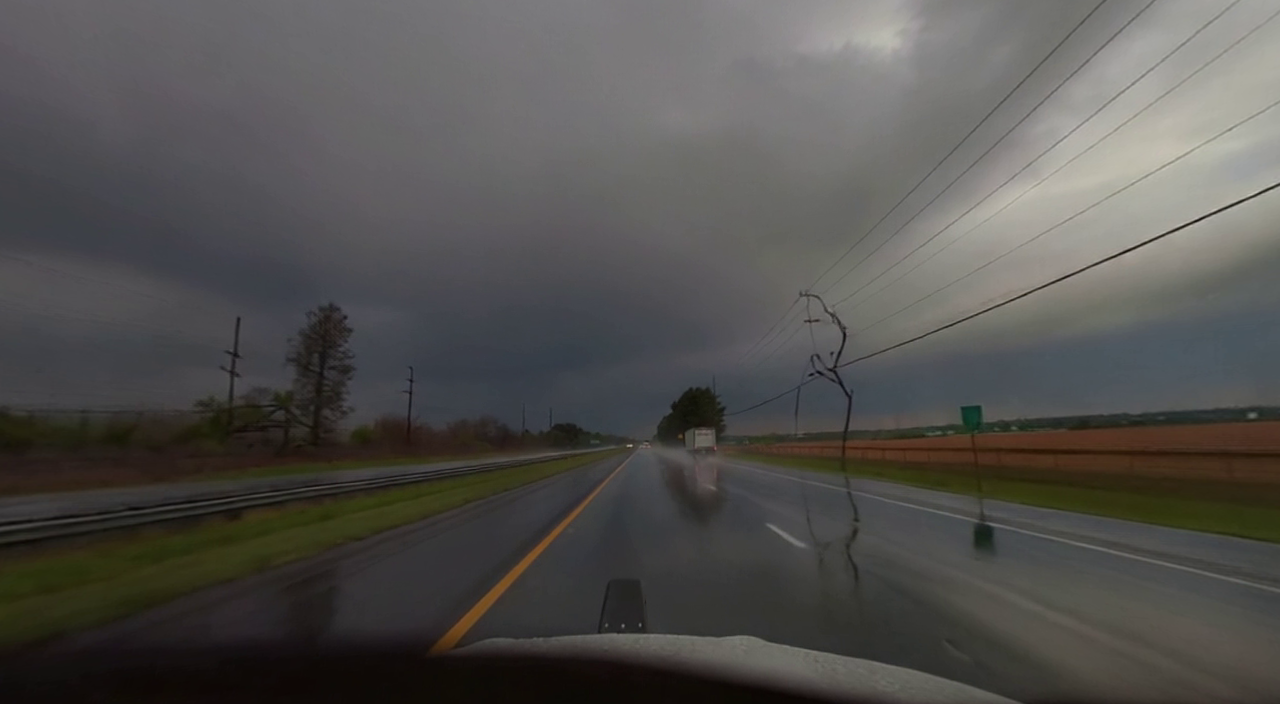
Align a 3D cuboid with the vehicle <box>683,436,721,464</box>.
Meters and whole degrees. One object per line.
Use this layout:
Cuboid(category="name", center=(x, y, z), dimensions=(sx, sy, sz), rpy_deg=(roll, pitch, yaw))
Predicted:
Cuboid(category="vehicle", center=(4.444, 7.145, 45.869), dimensions=(2.228, 1.852, 5.449), rpy_deg=(0, -8, -1))
